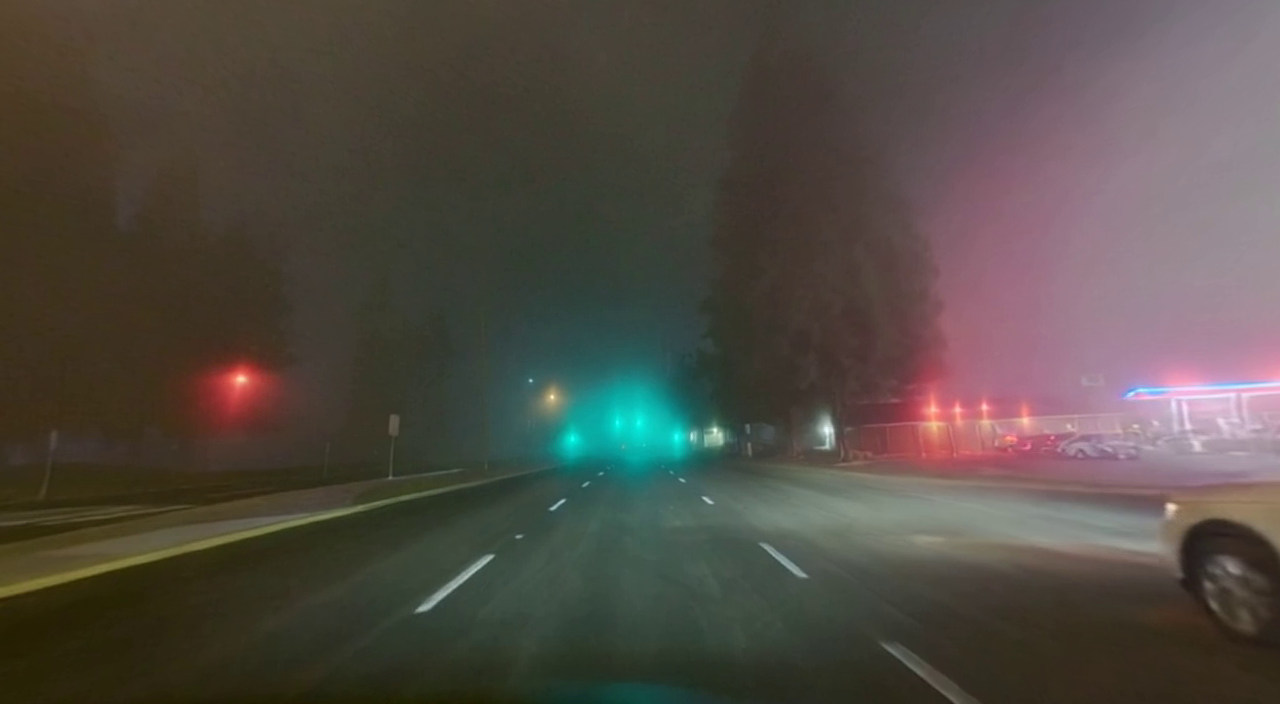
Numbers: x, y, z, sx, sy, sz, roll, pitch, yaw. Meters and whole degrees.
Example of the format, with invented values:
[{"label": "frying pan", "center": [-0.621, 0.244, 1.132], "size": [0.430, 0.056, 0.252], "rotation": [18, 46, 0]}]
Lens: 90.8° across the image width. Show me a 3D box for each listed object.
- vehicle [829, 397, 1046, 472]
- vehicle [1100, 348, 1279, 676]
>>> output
[{"label": "vehicle", "center": [14.346, 4.049, 31.044], "size": [9.127, 3.409, 2.992], "rotation": [1, -8, -2]}, {"label": "vehicle", "center": [4.770, 0.740, 2.422], "size": [2.245, 1.864, 5.076], "rotation": [0, -8, 2]}]
